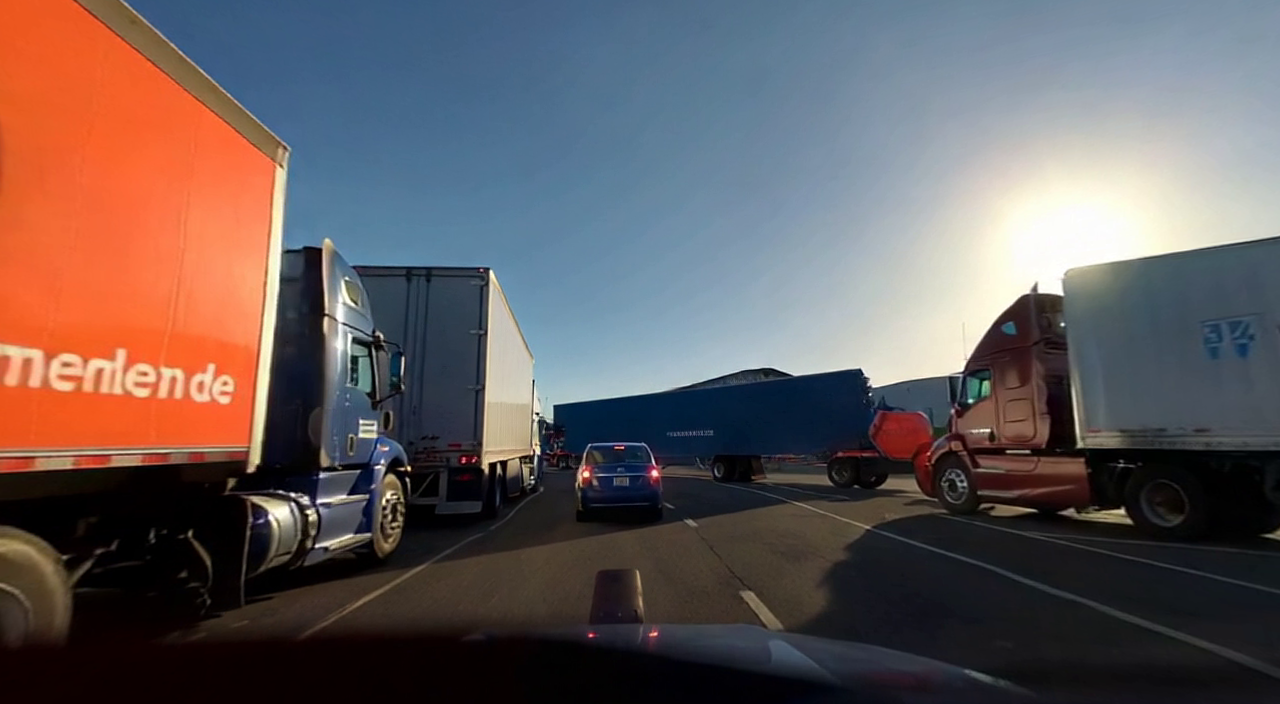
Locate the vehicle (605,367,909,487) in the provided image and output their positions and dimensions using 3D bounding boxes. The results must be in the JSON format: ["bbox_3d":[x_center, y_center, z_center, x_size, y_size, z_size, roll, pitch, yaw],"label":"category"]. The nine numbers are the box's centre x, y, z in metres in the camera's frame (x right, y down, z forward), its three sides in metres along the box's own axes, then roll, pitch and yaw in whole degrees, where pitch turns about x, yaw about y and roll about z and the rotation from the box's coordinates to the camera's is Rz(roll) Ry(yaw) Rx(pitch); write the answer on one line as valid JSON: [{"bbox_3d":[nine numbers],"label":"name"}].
[{"bbox_3d":[4.095,3.442,28.032,2.877,4.124,14.516,3,-9,-41],"label":"vehicle"}]

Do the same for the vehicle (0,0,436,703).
[{"bbox_3d":[-3.986,0.234,3.198,2.986,3.391,9.523,0,-9,-2],"label":"vehicle"}]

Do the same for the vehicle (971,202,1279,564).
[{"bbox_3d":[11.149,0.062,5.887,13.564,4.152,3.110,-9,-12,42],"label":"vehicle"}]

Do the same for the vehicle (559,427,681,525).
[{"bbox_3d":[-0.370,2.484,13.050,2.140,1.682,3.971,0,-9,0],"label":"vehicle"}]
